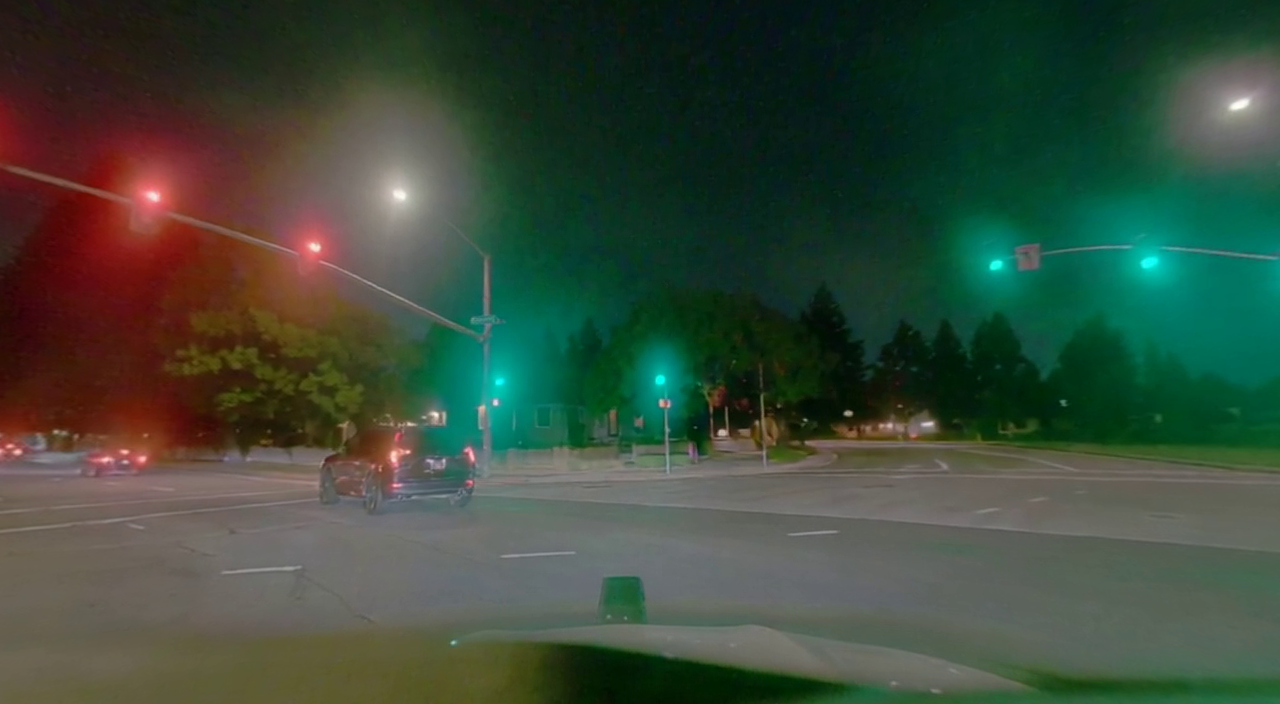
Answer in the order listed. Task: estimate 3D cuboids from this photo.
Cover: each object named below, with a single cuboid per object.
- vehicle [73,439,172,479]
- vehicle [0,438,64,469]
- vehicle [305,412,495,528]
[{"bbox_3d":[-20.979,4.275,25.497,4.558,1.433,1.983,-6,-9,37],"label":"vehicle"},{"bbox_3d":[-32.578,5.367,33.602,3.759,1.520,1.854,-6,-9,35],"label":"vehicle"},{"bbox_3d":[-4.982,2.215,12.654,2.141,1.833,4.704,5,-9,-38],"label":"vehicle"}]
